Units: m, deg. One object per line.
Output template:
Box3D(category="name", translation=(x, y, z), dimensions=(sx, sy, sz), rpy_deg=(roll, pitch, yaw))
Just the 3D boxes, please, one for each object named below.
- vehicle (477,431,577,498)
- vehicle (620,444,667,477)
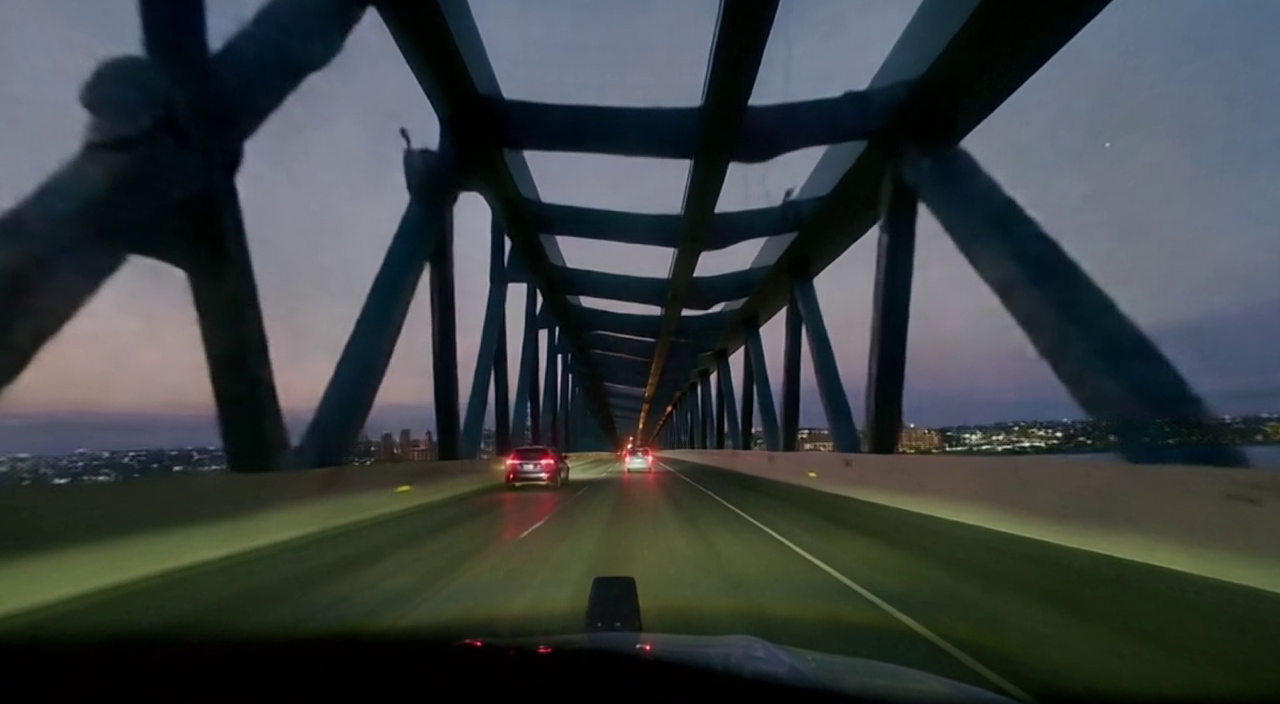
Box3D(category="vehicle", translation=(-3.350, 3.461, 19.820), dimensions=(2.190, 1.807, 4.741), rpy_deg=(0, -9, 1))
Box3D(category="vehicle", translation=(0.153, 5.140, 30.110), dimensions=(2.048, 1.450, 3.973), rpy_deg=(0, -9, 0))
